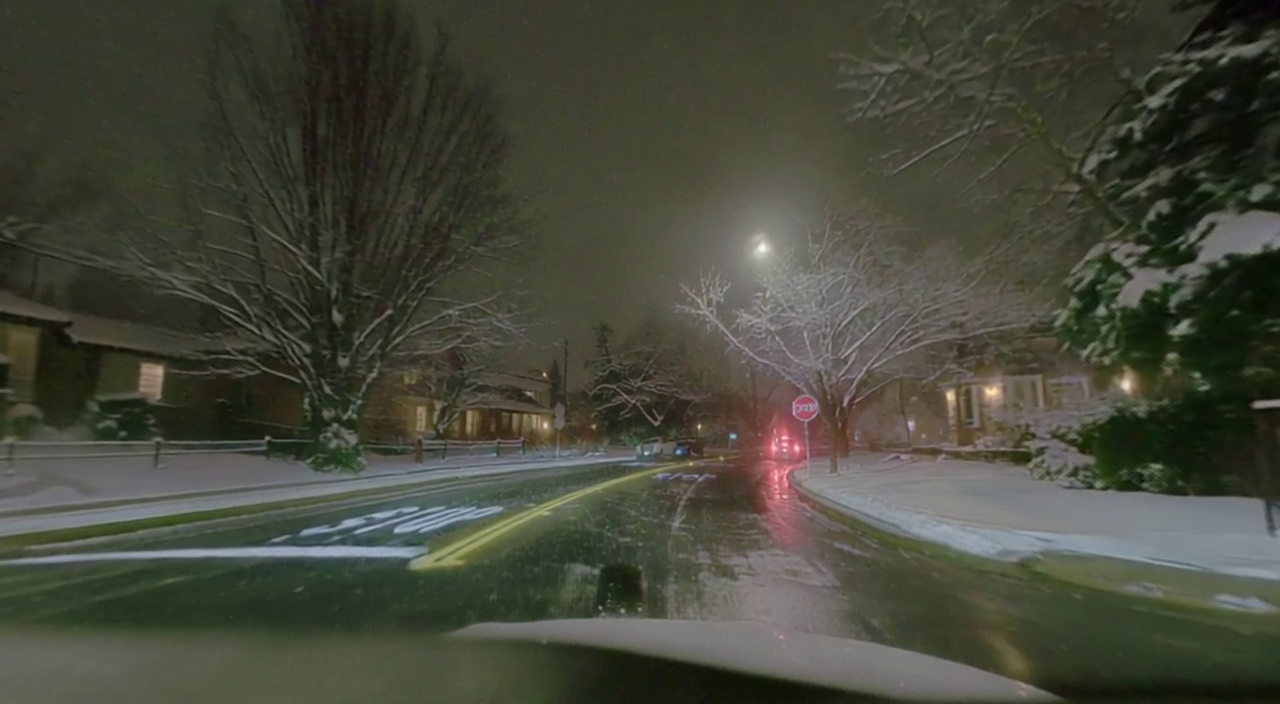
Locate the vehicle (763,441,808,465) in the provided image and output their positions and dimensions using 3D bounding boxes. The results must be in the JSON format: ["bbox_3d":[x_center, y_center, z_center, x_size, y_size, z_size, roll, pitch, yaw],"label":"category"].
[{"bbox_3d":[9.703,6.665,41.819,2.045,1.478,4.914,-4,-9,22],"label":"vehicle"}]

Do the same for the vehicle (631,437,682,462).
[{"bbox_3d":[1.299,7.274,47.266,2.030,1.696,4.828,-4,-9,24],"label":"vehicle"}]
